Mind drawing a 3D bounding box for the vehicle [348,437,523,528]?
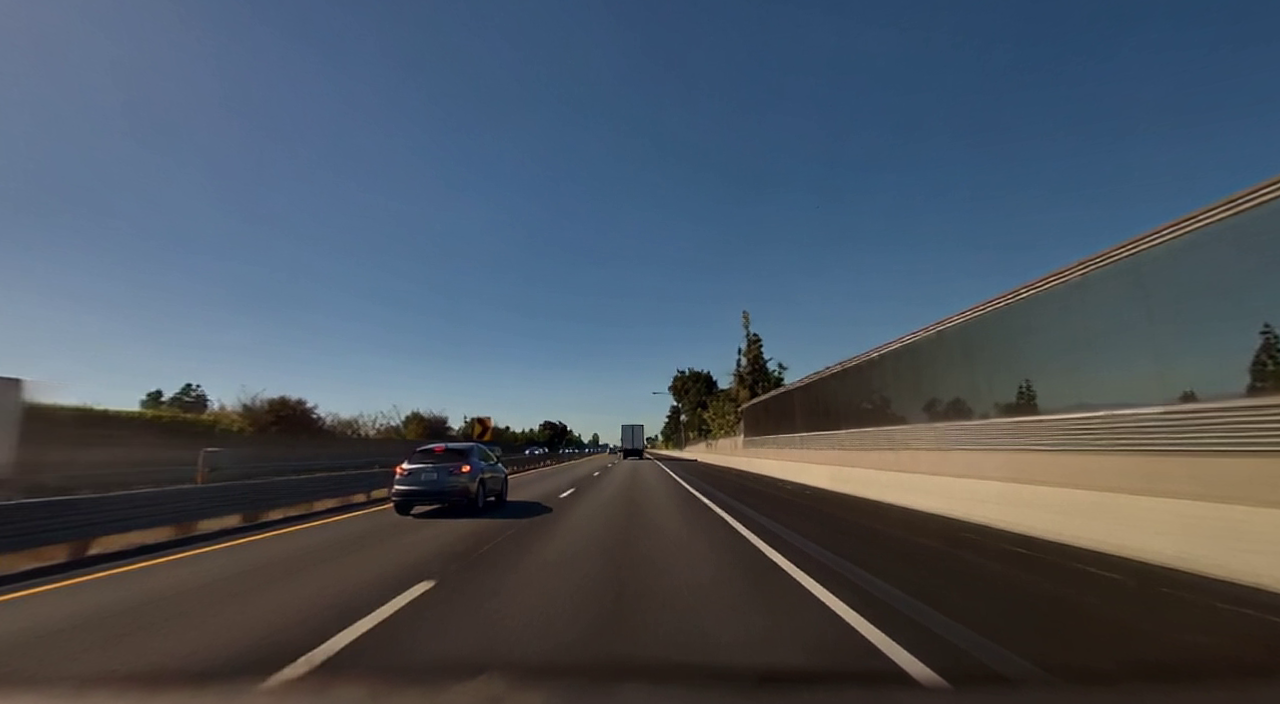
[{"bbox_3d":[-3.989,2.625,13.304,2.118,1.562,4.541,-1,-9,1],"label":"vehicle"}]
